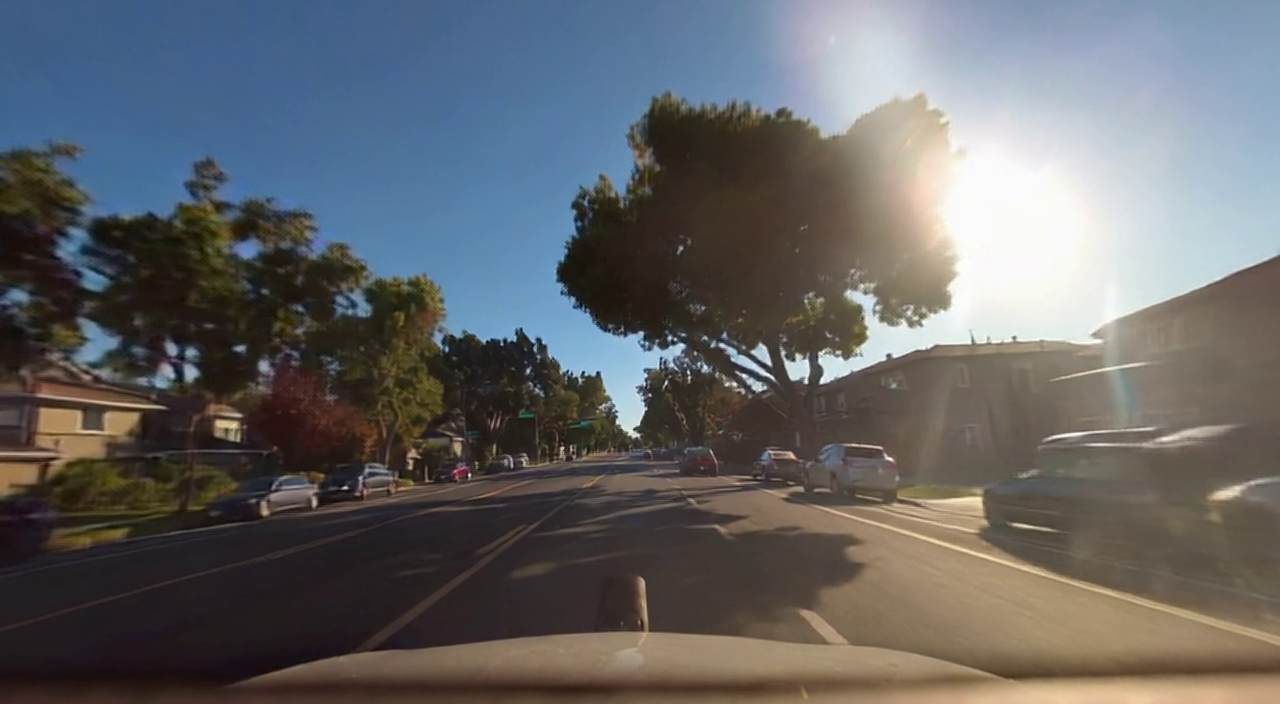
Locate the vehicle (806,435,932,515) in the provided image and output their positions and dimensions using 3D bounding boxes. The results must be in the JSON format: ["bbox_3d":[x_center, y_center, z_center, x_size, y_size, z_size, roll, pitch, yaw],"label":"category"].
[{"bbox_3d":[7.237,3.898,20.659,2.081,2.286,4.941,0,-8,-2],"label":"vehicle"}]

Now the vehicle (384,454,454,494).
[{"bbox_3d":[-11.524,6.356,33.353,2.049,1.848,4.693,0,-8,-1],"label":"vehicle"}]

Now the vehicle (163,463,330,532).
[{"bbox_3d":[-11.771,4.339,19.458,1.888,1.668,5.052,0,-8,0],"label":"vehicle"}]

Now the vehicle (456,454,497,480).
[{"bbox_3d":[-12.232,8.614,47.587,2.032,1.773,4.471,0,-8,-2],"label":"vehicle"}]

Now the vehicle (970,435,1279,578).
[{"bbox_3d":[7.549,2.248,10.129,1.979,1.754,4.370,0,-8,-3],"label":"vehicle"}]

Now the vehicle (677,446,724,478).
[{"bbox_3d":[3.191,5.924,34.373,1.951,1.620,4.582,0,-8,-2],"label":"vehicle"}]

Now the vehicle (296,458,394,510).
[{"bbox_3d":[-11.629,5.199,25.255,1.921,1.770,4.265,0,-8,-1],"label":"vehicle"}]
